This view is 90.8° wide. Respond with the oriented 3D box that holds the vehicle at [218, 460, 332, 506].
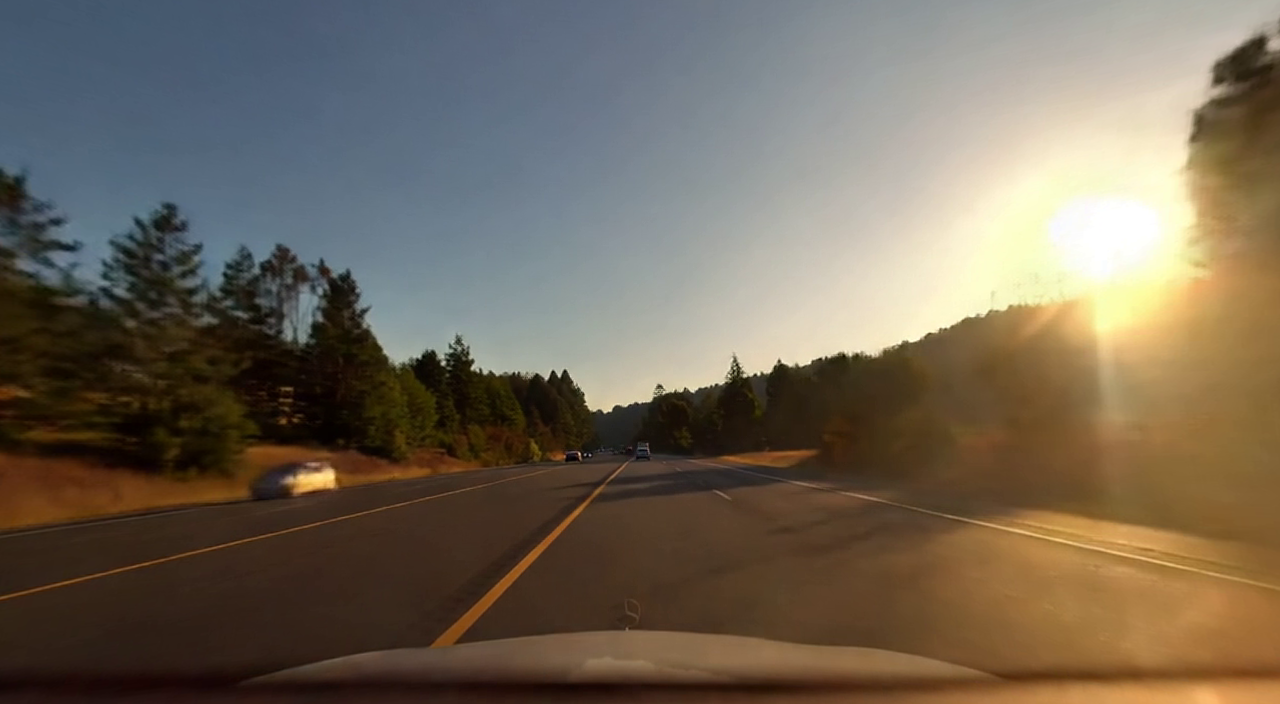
[{"bbox_3d":[-14.199,5.082,24.892,1.852,1.514,4.446,0,-9,0],"label":"vehicle"}]
